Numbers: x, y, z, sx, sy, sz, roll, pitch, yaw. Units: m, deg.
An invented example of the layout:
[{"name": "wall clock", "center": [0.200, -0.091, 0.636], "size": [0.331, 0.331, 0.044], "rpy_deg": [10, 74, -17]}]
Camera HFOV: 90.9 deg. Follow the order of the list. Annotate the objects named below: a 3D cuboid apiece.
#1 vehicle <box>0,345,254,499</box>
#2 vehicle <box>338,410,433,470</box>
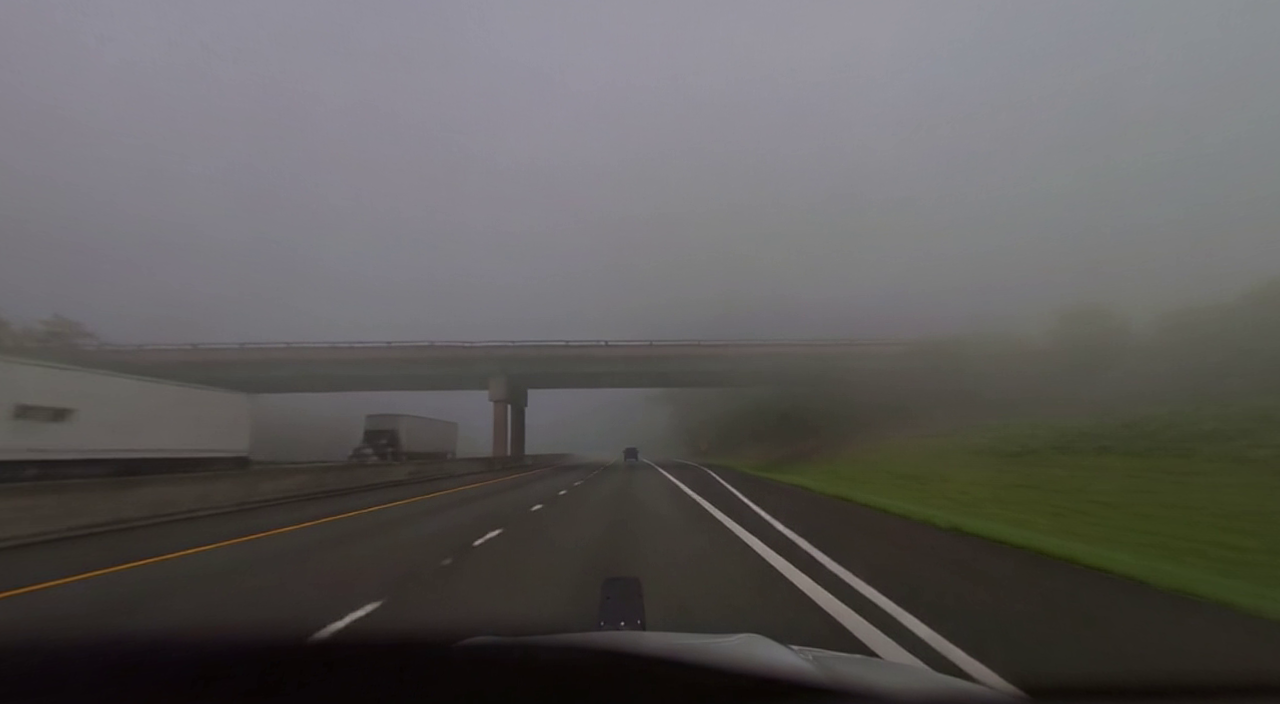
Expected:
[{"name": "vehicle", "center": [-18.250, 2.399, 20.128], "size": [2.906, 3.972, 14.227], "rpy_deg": [0, -9, 0]}, {"name": "vehicle", "center": [-18.594, 6.635, 47.051], "size": [2.912, 3.980, 10.503], "rpy_deg": [0, -9, -2]}]
